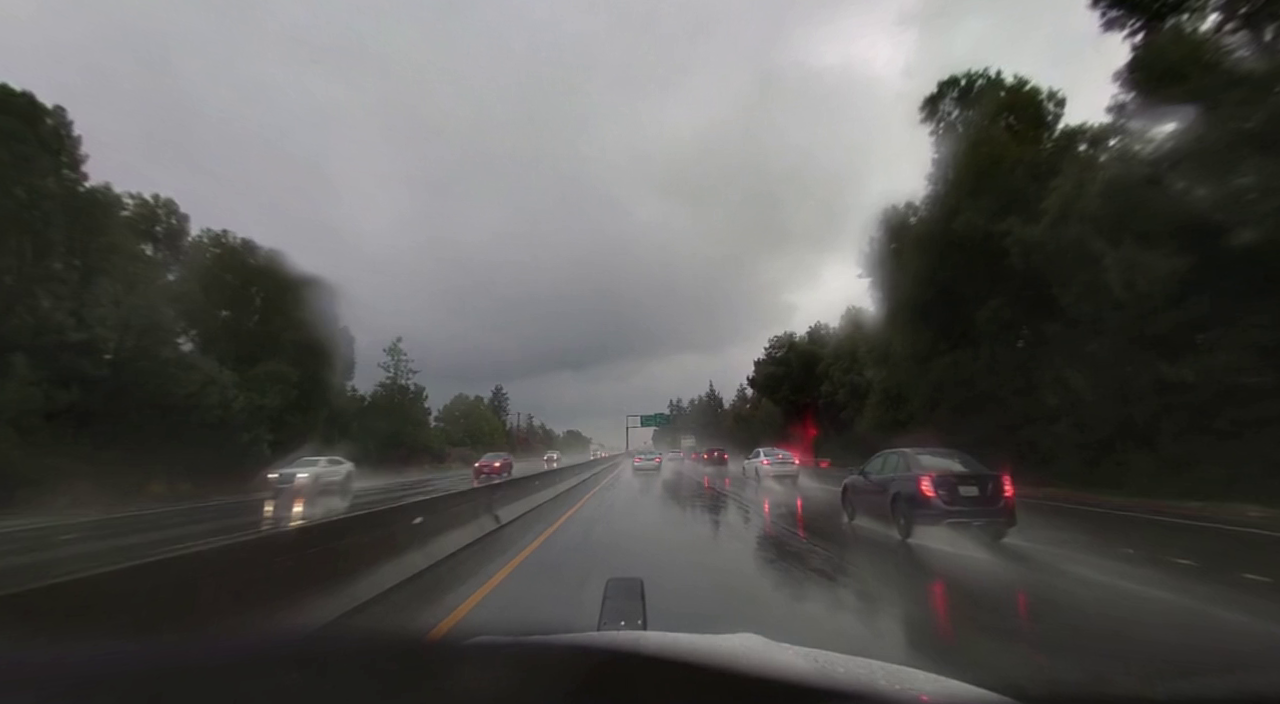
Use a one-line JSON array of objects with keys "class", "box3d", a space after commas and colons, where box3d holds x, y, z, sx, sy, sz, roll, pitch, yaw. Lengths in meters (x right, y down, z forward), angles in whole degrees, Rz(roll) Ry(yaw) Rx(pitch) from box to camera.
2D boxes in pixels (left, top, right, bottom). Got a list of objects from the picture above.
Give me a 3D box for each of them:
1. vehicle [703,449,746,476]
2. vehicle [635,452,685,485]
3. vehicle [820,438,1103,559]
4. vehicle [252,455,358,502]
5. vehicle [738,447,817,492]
[{"class": "vehicle", "box3d": [4.929, 6.514, 37.382, 1.952, 1.495, 3.740, 0, -9, -1]}, {"class": "vehicle", "box3d": [0.838, 5.032, 27.474, 2.012, 1.320, 3.777, 0, -9, 1]}, {"class": "vehicle", "box3d": [4.570, 2.142, 9.991, 2.007, 1.451, 4.587, 0, -9, -1]}, {"class": "vehicle", "box3d": [-12.356, 4.655, 23.575, 1.805, 1.550, 3.877, 0, -9, 0]}, {"class": "vehicle", "box3d": [4.875, 4.222, 23.058, 1.827, 1.462, 4.697, 0, -9, 0]}]
